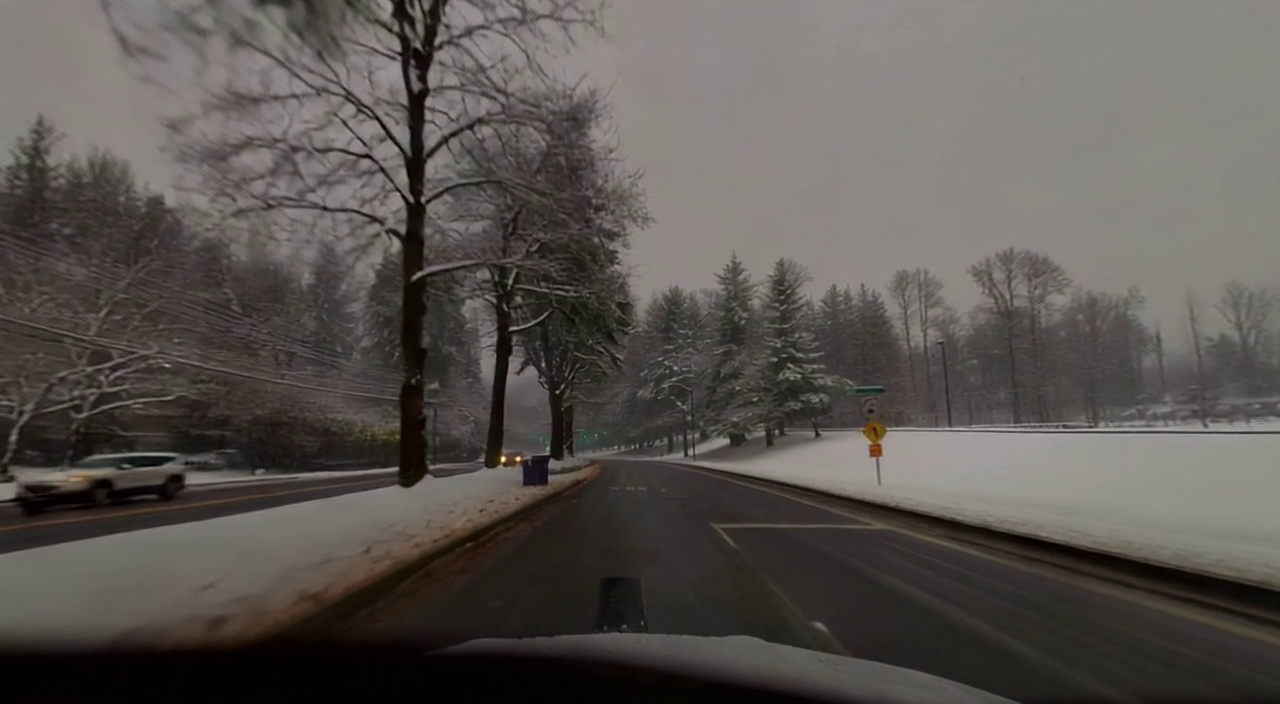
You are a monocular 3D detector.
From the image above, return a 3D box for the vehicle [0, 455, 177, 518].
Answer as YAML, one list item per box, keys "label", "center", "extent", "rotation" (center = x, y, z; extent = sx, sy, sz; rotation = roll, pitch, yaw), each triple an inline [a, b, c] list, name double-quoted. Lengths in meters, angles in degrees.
- label: "vehicle"
  center: [-16.705, 3.855, 18.640]
  extent: [2.200, 1.496, 4.809]
  rotation: [-1, -8, 3]
